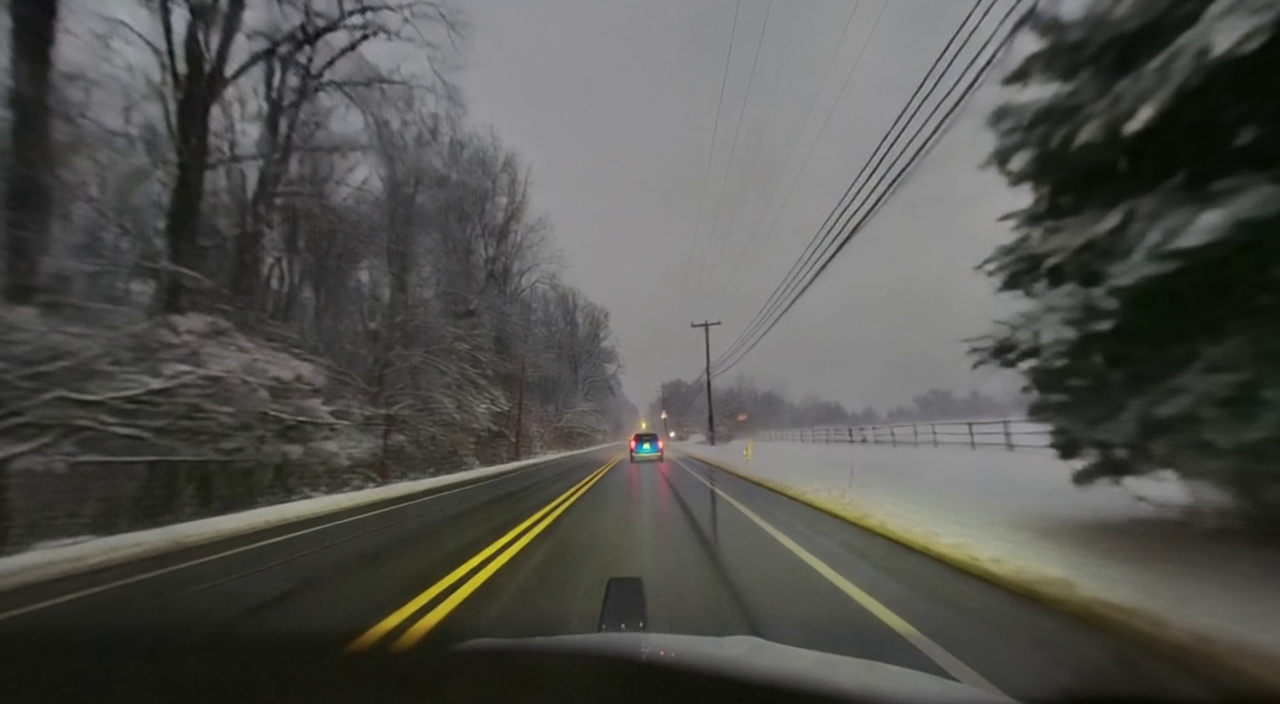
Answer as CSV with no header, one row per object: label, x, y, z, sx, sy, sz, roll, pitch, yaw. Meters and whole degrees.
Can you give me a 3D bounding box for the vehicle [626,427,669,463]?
vehicle,0.403,5.702,38.599,2.468,2.056,4.422,0,-8,0
